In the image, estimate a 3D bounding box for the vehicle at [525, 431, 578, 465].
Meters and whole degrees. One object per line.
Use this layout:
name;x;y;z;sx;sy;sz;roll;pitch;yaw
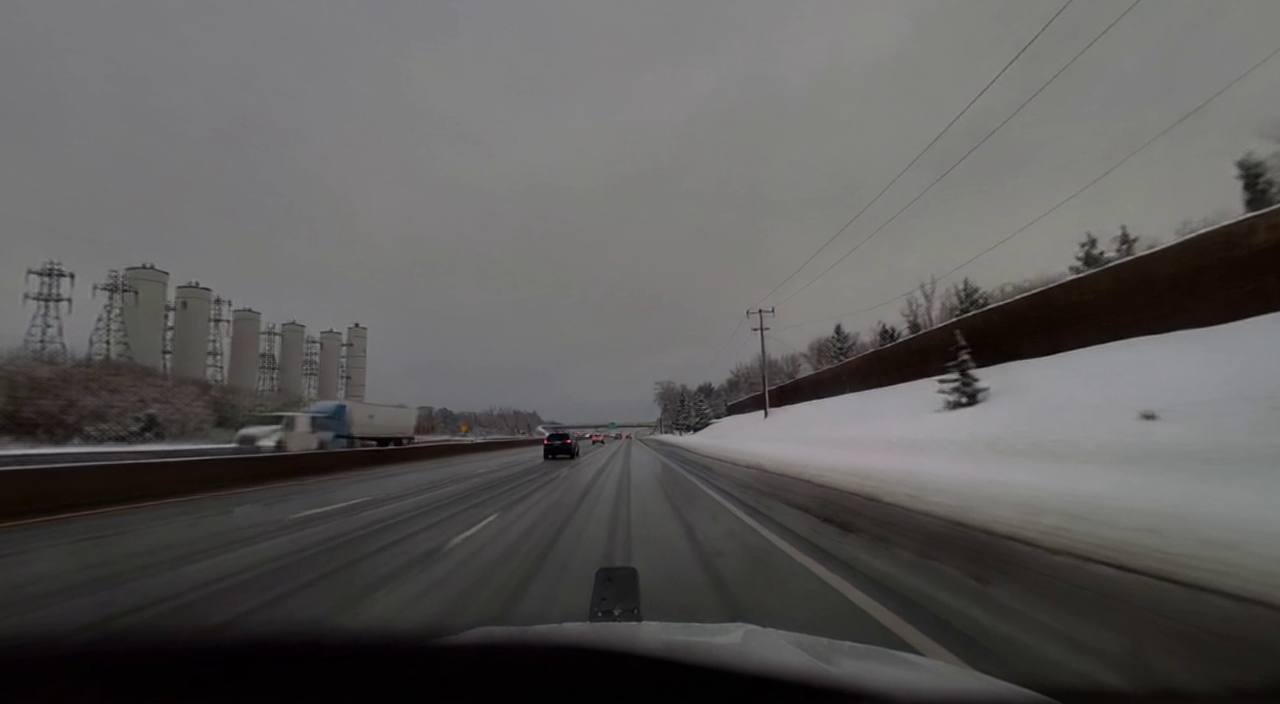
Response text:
vehicle;-4.048;4.418;29.312;1.952;1.462;3.969;0;-8;-1

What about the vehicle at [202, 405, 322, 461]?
vehicle;-20.055;4.386;33.978;2.315;2.691;6.787;0;-8;-1

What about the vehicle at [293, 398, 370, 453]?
vehicle;-23.925;5.765;49.259;2.974;4.004;5.936;0;-8;-1
